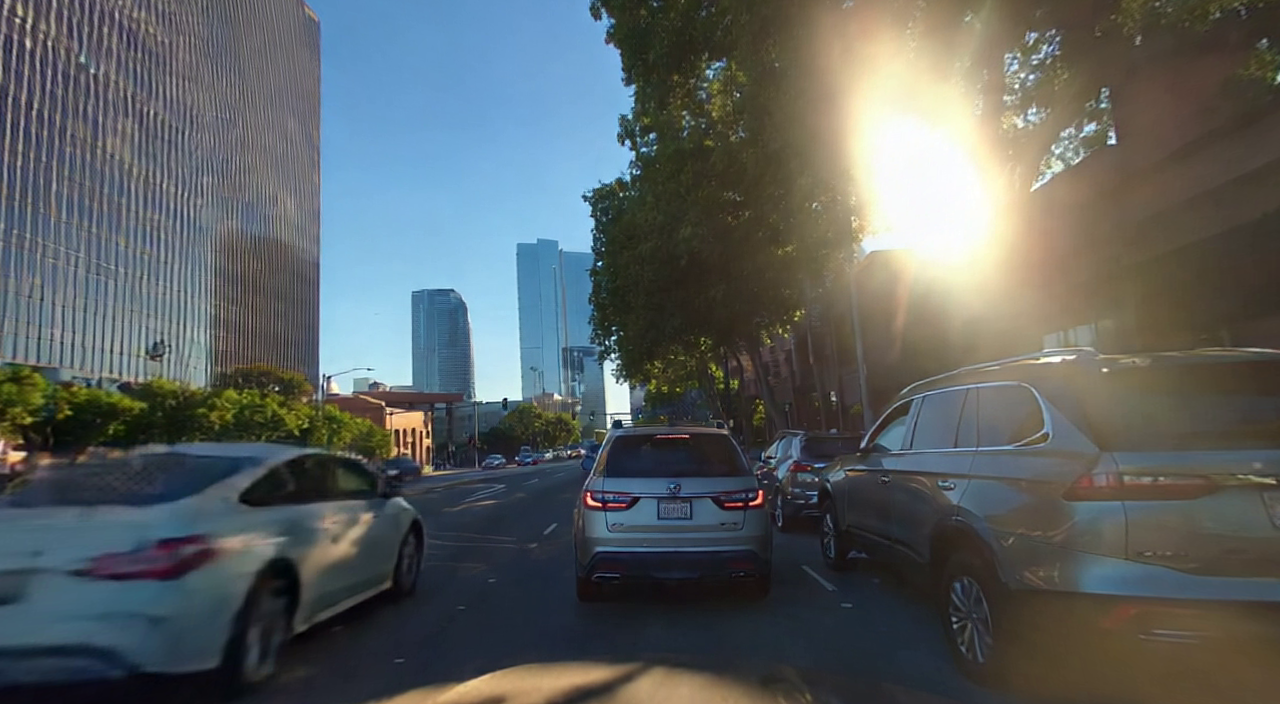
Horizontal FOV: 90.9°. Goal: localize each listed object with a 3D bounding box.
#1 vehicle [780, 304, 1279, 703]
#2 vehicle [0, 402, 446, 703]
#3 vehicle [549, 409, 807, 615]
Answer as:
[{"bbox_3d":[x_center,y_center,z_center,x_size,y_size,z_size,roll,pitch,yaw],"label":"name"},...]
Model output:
[{"bbox_3d":[2.748,1.078,4.921,2.117,1.855,4.794,0,-9,-1],"label":"vehicle"},{"bbox_3d":[-3.046,1.215,4.020,2.088,1.483,4.708,0,-9,0],"label":"vehicle"},{"bbox_3d":[0.239,1.543,6.869,2.045,1.608,3.573,0,-9,-2],"label":"vehicle"}]
